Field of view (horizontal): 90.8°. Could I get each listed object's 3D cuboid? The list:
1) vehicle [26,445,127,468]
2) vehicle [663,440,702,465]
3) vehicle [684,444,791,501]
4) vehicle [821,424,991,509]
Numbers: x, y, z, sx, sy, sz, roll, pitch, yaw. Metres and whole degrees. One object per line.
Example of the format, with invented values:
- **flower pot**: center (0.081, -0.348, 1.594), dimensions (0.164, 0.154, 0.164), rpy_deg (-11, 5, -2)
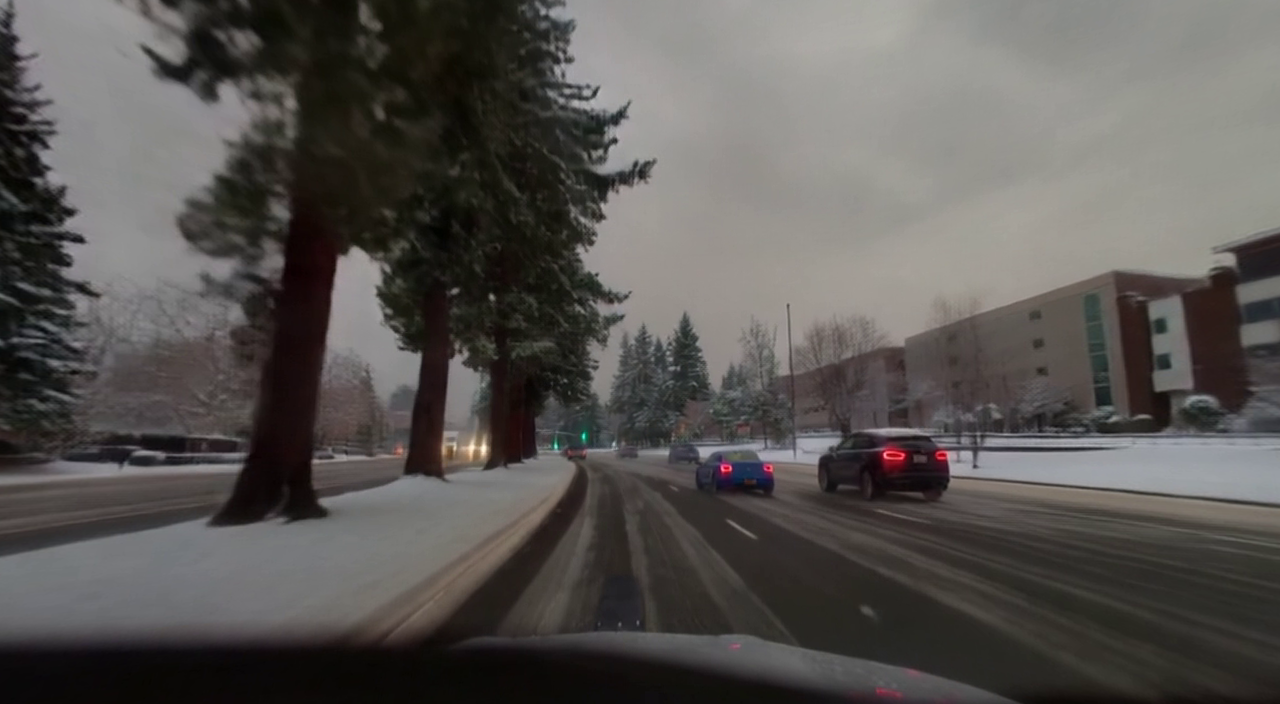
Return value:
- **vehicle**: center (-37.608, 6.981, 42.271), dimensions (4.708, 1.480, 1.935), rpy_deg (1, -9, -6)
- **vehicle**: center (2.969, 7.125, 44.837), dimensions (1.931, 1.685, 4.054), rpy_deg (1, -9, -9)
- **vehicle**: center (2.517, 3.241, 17.540), dimensions (1.990, 1.347, 4.388), rpy_deg (0, -8, -4)
- **vehicle**: center (6.123, 2.684, 15.257), dimensions (1.987, 1.730, 4.373), rpy_deg (0, -8, -3)
